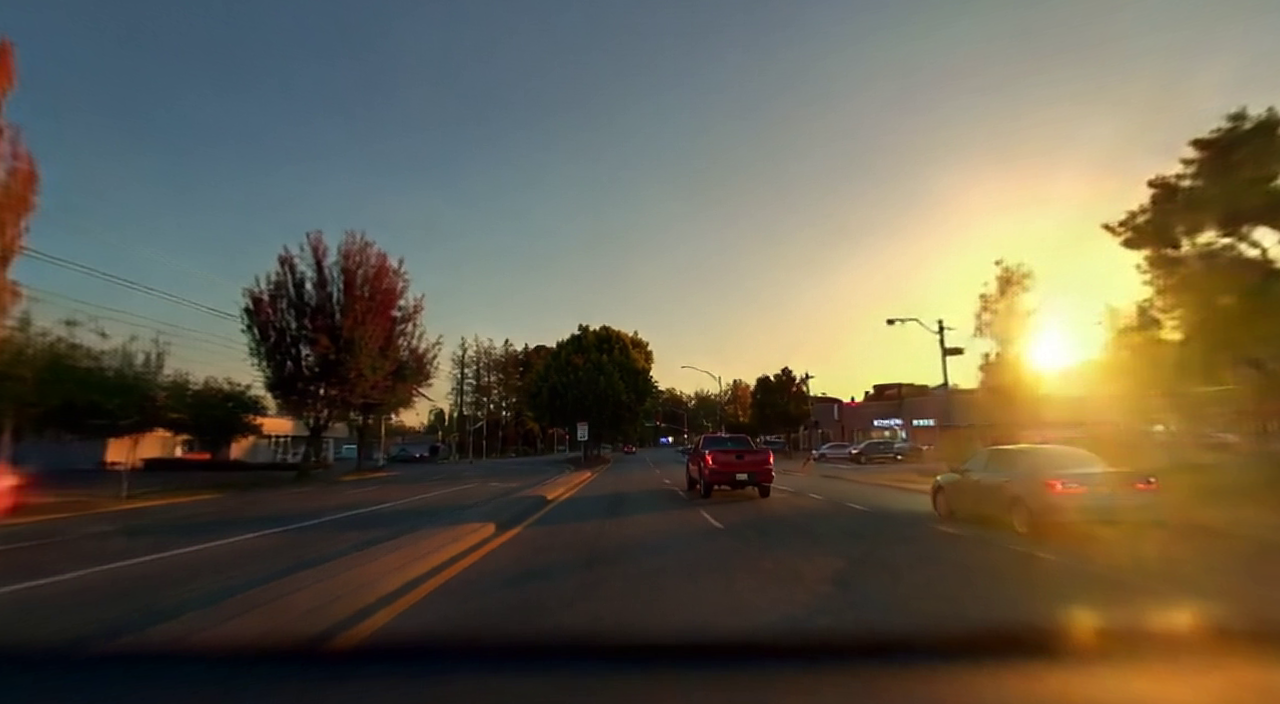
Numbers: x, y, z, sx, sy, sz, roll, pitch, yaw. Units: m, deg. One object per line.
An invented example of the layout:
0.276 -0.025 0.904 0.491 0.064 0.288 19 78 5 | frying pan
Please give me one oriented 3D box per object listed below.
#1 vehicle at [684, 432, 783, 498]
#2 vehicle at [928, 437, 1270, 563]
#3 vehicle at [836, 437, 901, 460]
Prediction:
2.662 3.396 19.378 2.214 1.749 4.998 0 -9 -1 | vehicle
6.508 2.099 9.779 1.986 1.480 4.296 0 -9 -1 | vehicle
17.477 7.448 48.540 4.262 1.714 2.084 -1 -9 6 | vehicle
